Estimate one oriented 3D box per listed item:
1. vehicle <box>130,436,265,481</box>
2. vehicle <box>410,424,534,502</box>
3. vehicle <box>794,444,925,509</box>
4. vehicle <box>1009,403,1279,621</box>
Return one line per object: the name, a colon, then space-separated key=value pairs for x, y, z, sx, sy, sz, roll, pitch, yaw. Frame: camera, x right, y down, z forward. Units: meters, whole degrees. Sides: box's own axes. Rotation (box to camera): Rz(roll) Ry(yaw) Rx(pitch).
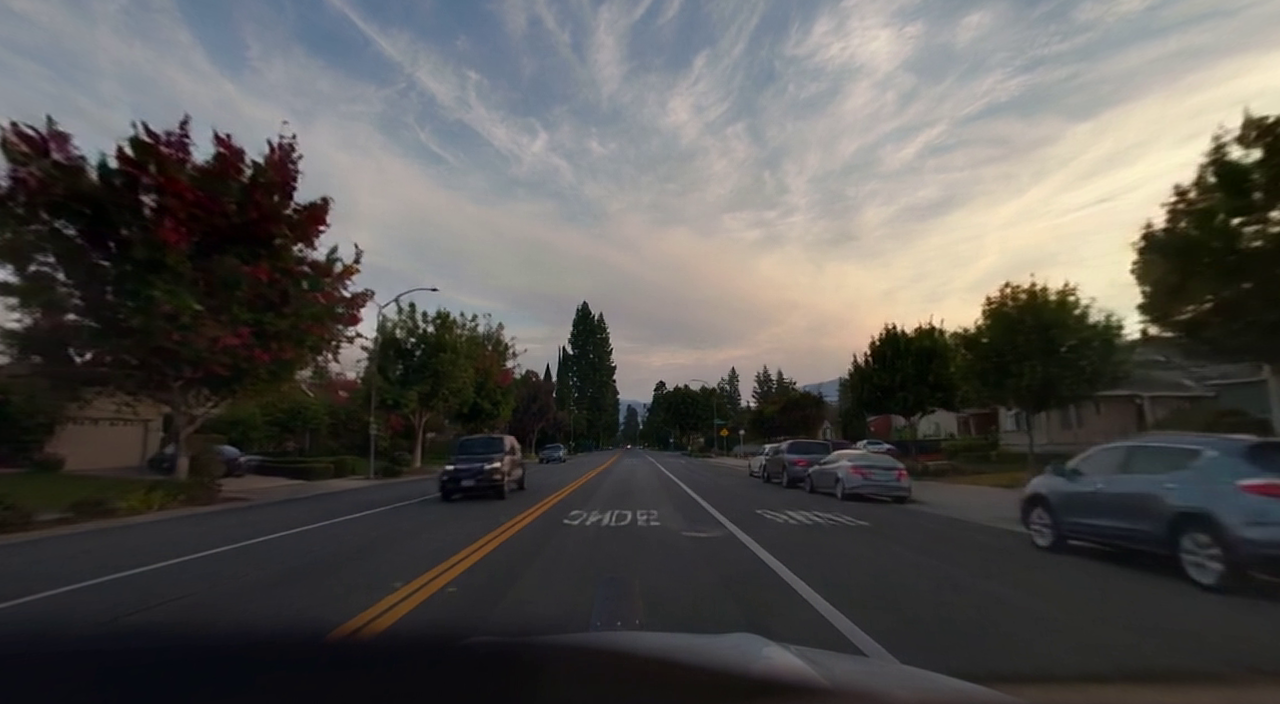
vehicle: x=-21.037 y=5.071 z=30.262 sx=4.461 sy=2.065 sz=2.574 roll=0 pitch=-8 yaw=-2
vehicle: x=-4.430 y=3.025 z=17.691 sx=2.050 sy=1.841 sz=5.290 roll=0 pitch=-8 yaw=0
vehicle: x=6.287 y=3.579 z=18.795 sx=2.226 sy=1.682 sz=4.461 roll=0 pitch=-8 yaw=-1
vehicle: x=6.610 y=1.630 z=7.145 sx=2.099 sy=1.878 sz=4.476 roll=0 pitch=-8 yaw=0
